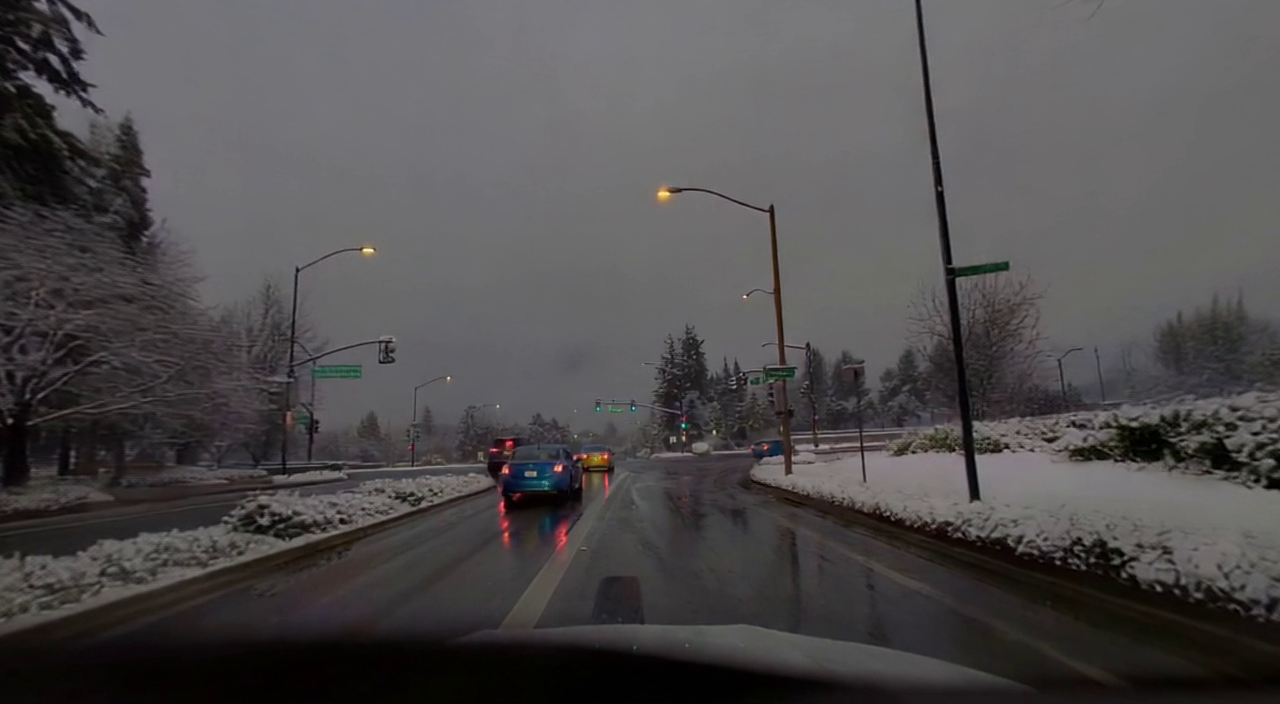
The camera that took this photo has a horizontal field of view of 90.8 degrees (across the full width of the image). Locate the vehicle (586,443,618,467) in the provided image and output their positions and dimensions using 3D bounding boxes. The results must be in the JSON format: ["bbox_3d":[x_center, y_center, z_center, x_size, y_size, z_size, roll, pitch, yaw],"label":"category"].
[{"bbox_3d":[-2.771,7.540,46.453,2.055,1.679,4.155,0,-9,1],"label":"vehicle"}]

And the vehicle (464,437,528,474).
[{"bbox_3d":[-8.746,6.177,38.033,2.390,2.020,5.085,4,-10,-28],"label":"vehicle"}]

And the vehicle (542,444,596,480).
[{"bbox_3d":[-3.129,4.974,28.762,1.979,1.492,3.930,0,-9,0],"label":"vehicle"}]

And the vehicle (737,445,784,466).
[{"bbox_3d":[8.533,7.239,44.377,1.945,1.410,4.284,-5,-10,28],"label":"vehicle"}]
